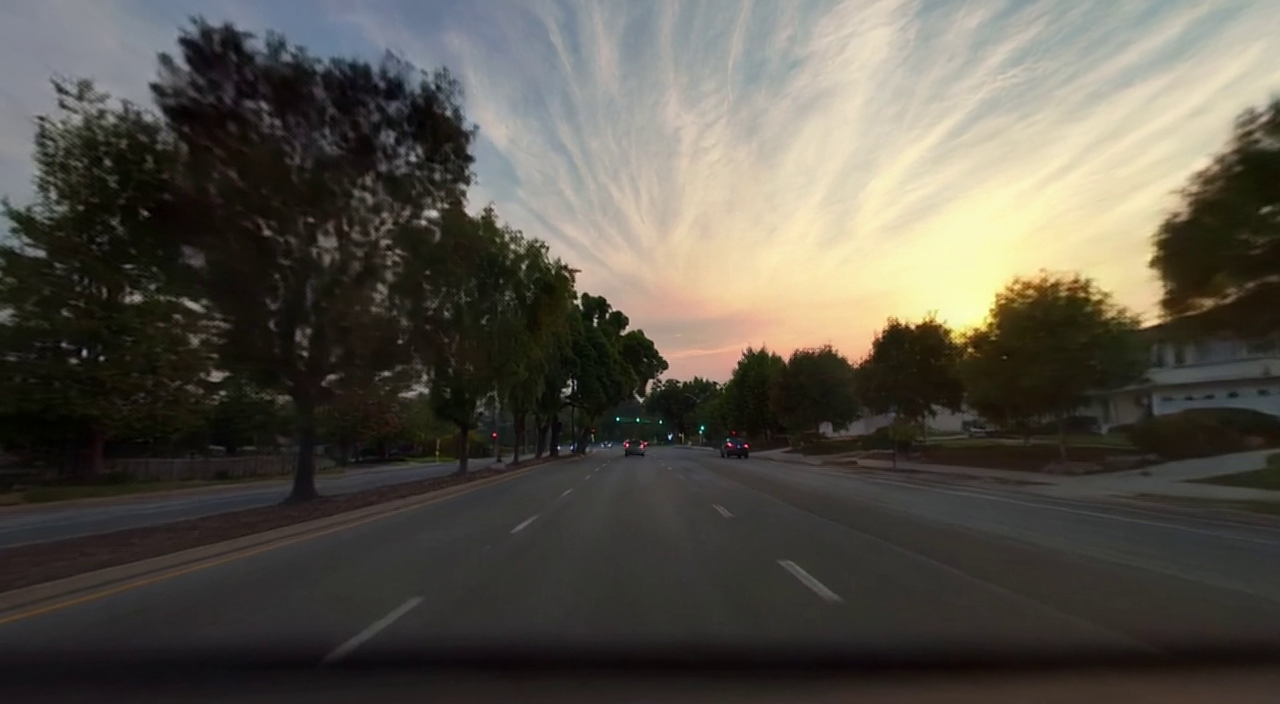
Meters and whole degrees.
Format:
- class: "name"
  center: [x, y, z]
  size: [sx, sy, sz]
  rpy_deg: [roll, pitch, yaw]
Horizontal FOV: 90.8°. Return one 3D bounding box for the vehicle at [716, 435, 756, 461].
- class: "vehicle"
  center: [6.753, 6.843, 44.939]
  size: [2.011, 1.710, 4.357]
  rpy_deg: [0, -9, -2]
